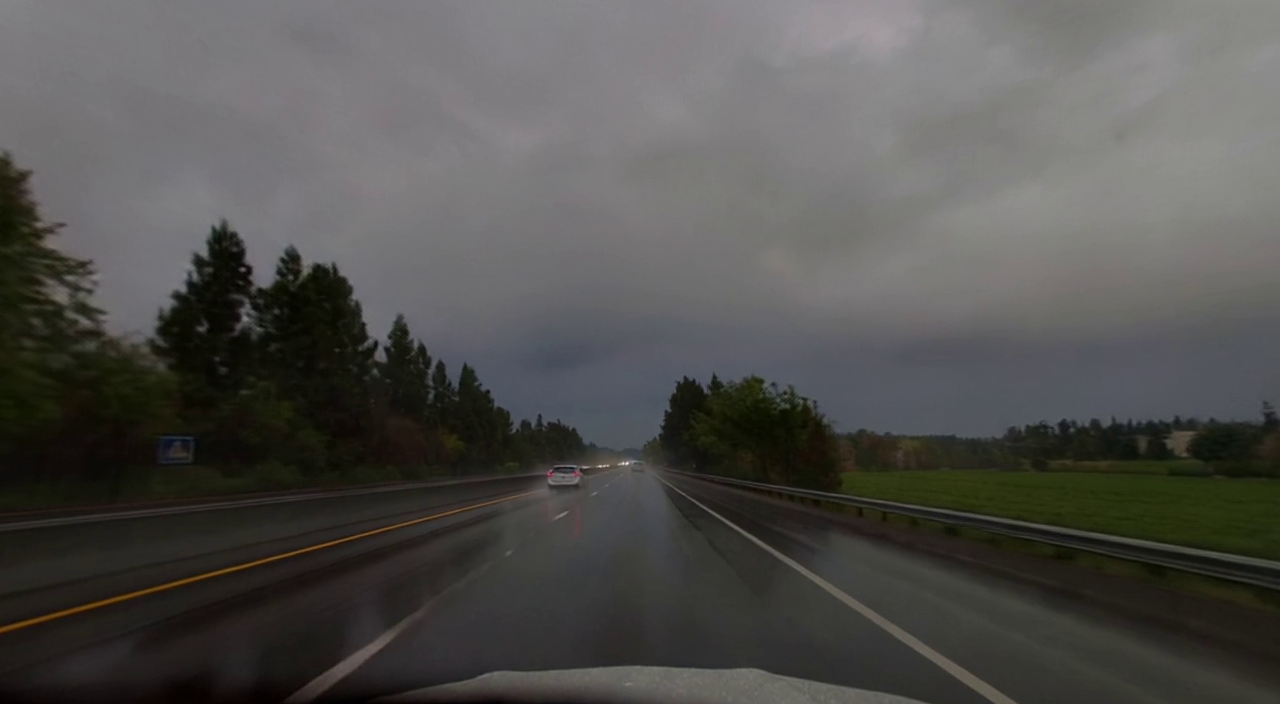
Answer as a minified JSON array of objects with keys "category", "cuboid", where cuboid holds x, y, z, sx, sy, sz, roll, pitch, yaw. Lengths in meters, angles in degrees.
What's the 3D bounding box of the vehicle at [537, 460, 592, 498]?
[{"category":"vehicle","cuboid":[-3.292,5.642,28.163,1.900,1.550,4.146,1,-10,0]}]
